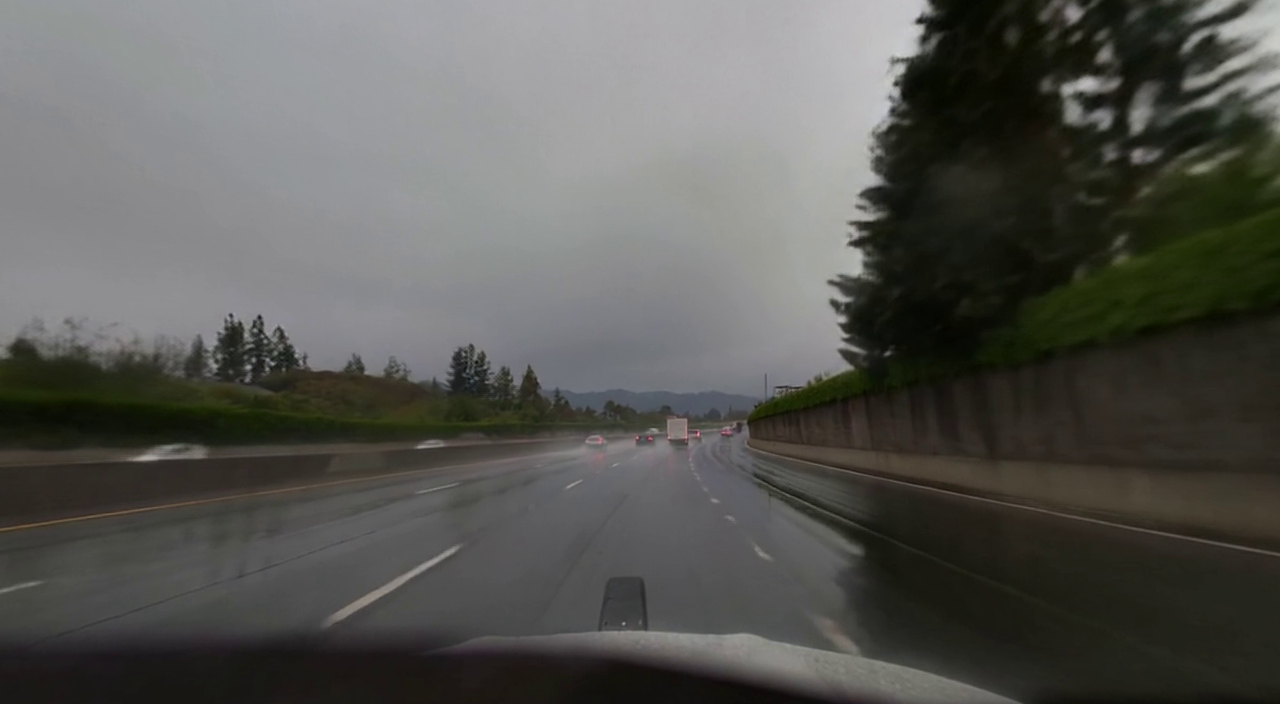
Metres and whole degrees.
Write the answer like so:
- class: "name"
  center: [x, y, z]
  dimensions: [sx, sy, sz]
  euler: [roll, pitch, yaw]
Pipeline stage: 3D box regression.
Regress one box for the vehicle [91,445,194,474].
- class: "vehicle"
  center: [-28.209, 6.079, 35.996]
  dimensions: [1.819, 1.484, 4.739]
  euler: [-1, -8, 4]
